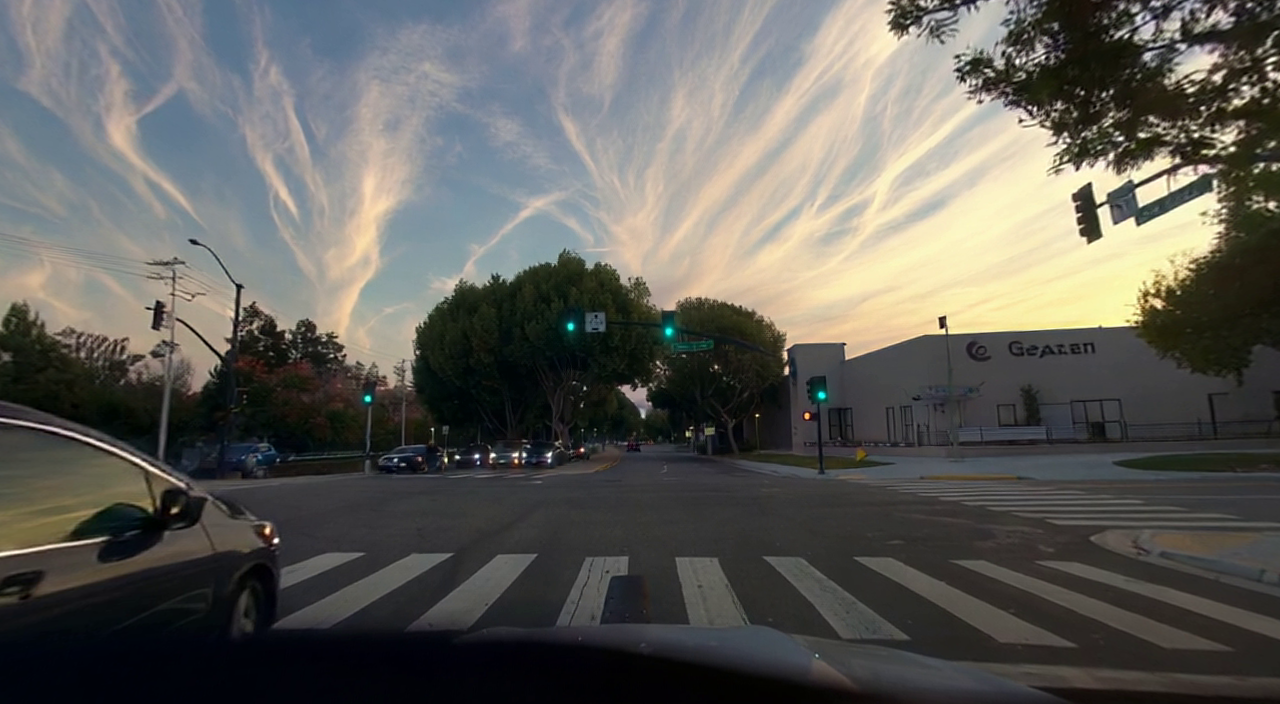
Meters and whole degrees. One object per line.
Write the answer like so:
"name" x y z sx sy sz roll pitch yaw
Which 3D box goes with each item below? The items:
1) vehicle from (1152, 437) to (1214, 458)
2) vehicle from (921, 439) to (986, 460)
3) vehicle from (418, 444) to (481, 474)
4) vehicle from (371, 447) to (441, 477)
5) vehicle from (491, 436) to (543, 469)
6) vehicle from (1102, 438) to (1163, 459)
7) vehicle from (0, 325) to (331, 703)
"vehicle" 41.073 7.233 47.768 1.767 1.456 4.191 -4 -10 15
"vehicle" 21.499 6.677 43.258 3.576 1.425 1.702 2 -8 -11
"vehicle" -10.633 5.971 35.601 2.041 1.548 4.868 0 -8 0
"vehicle" -12.997 6.120 35.363 2.011 1.480 4.747 0 -8 2
"vehicle" -7.177 5.911 37.399 2.081 1.818 4.782 0 -8 1
"vehicle" 38.485 7.565 49.391 1.837 1.514 4.786 -2 -9 12
"vehicle" -3.507 0.856 2.848 2.000 1.789 4.638 1 -8 -2
